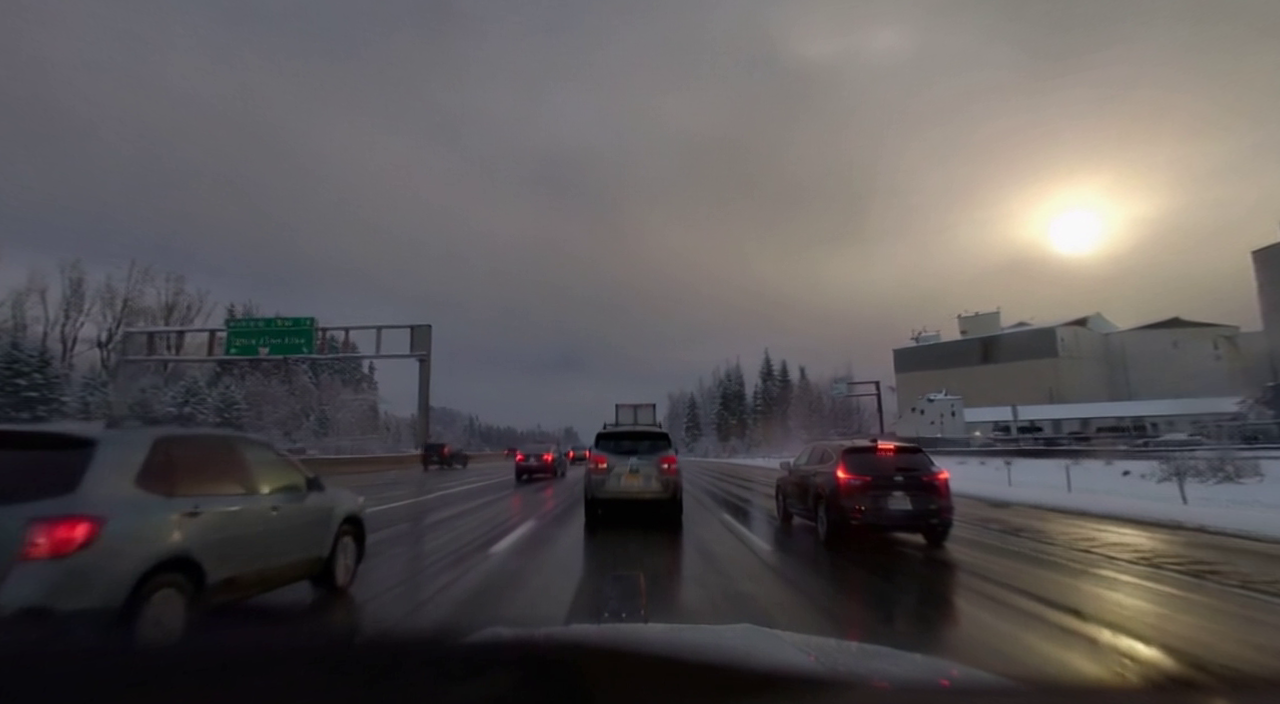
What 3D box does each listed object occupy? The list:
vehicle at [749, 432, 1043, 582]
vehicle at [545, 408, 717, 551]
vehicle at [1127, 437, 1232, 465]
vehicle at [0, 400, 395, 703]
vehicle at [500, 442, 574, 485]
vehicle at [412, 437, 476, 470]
[{"bbox_3d":[2.962,1.892,8.604,2.018,1.470,4.491,0,-9,-2],"label":"vehicle"},{"bbox_3d":[-0.129,1.903,9.960,2.152,1.779,3.924,0,-9,0],"label":"vehicle"},{"bbox_3d":[31.923,5.854,37.499,1.805,1.536,4.325,3,-9,-18],"label":"vehicle"},{"bbox_3d":[-3.460,1.132,3.783,2.132,1.464,4.481,0,-9,1],"label":"vehicle"},{"bbox_3d":[-3.724,4.111,23.519,2.005,1.458,4.143,0,-9,1],"label":"vehicle"},{"bbox_3d":[-10.956,5.727,35.604,2.129,1.720,4.547,0,-9,1],"label":"vehicle"}]
